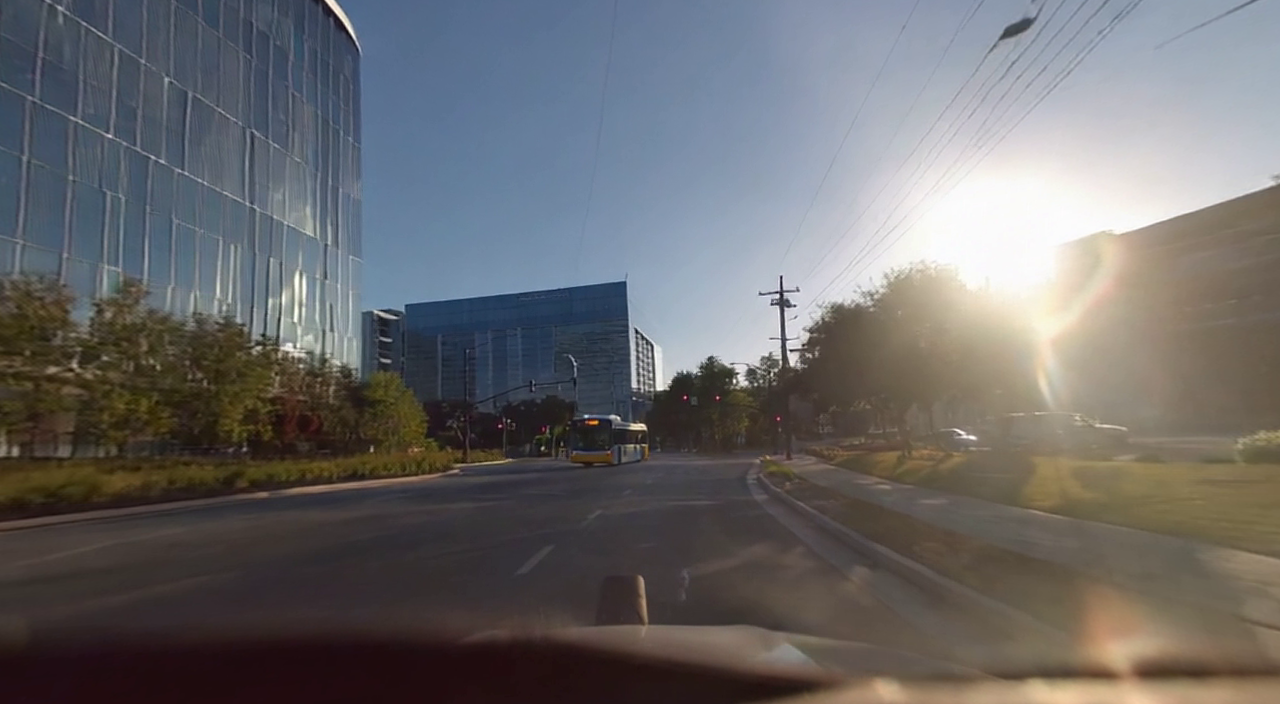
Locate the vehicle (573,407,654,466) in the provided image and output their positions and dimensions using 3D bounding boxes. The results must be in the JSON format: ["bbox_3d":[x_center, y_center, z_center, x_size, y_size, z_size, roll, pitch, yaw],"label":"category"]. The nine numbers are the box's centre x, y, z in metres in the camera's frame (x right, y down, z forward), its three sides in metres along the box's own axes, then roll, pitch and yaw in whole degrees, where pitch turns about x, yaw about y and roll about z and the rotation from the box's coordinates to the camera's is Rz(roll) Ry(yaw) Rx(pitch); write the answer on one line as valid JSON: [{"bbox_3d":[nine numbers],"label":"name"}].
[{"bbox_3d":[-1.542,6.560,48.023,3.148,3.729,14.894,-1,-9,9],"label":"vehicle"}]

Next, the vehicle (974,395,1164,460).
[{"bbox_3d":[14.475,2.644,21.588,4.647,1.951,2.304,-3,-9,6],"label":"vehicle"}]
